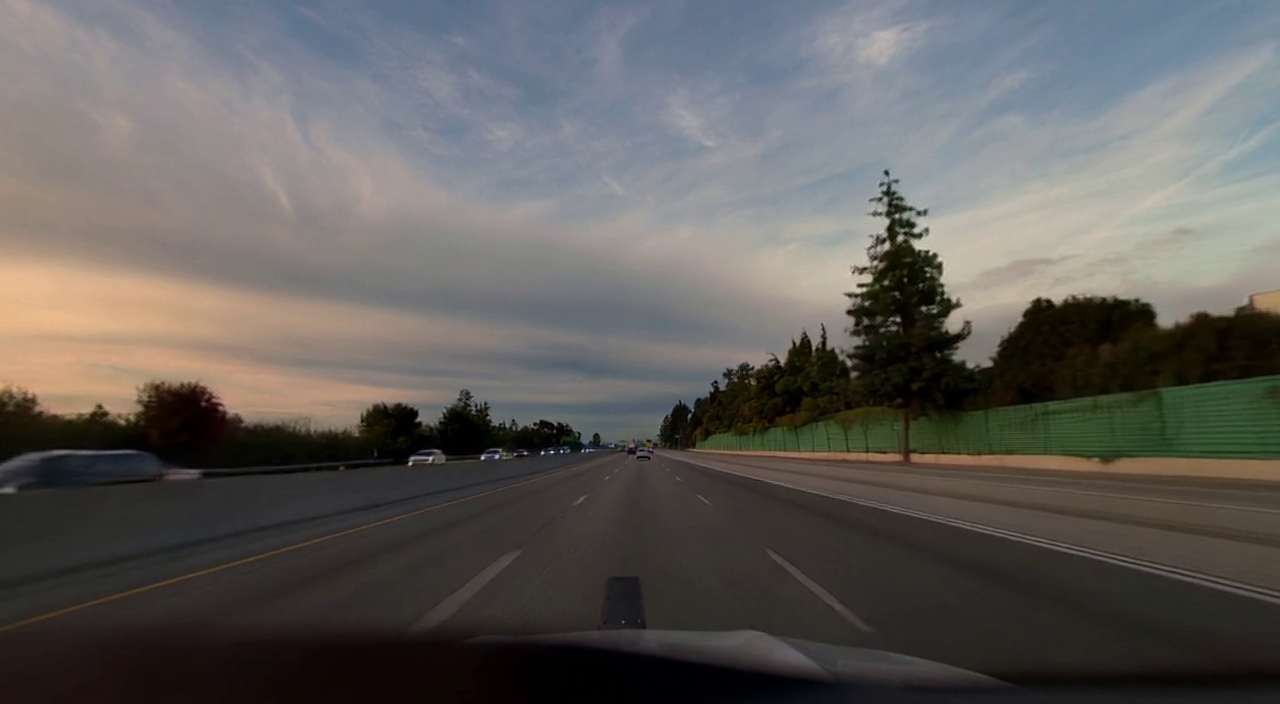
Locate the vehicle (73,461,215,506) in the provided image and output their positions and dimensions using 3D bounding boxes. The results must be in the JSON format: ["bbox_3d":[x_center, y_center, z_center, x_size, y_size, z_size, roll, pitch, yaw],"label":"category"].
[{"bbox_3d":[-20.032,5.284,25.774,1.855,1.575,4.800,0,-9,0],"label":"vehicle"}]

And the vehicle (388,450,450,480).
[{"bbox_3d":[-11.937,6.137,34.382,1.863,1.492,4.026,0,-9,1],"label":"vehicle"}]

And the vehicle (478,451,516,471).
[{"bbox_3d":[-11.039,8.386,48.751,1.902,1.426,4.345,0,-9,0],"label":"vehicle"}]

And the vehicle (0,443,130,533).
[{"bbox_3d":[-11.439,2.261,10.522,1.974,1.445,4.605,0,-9,0],"label":"vehicle"}]
